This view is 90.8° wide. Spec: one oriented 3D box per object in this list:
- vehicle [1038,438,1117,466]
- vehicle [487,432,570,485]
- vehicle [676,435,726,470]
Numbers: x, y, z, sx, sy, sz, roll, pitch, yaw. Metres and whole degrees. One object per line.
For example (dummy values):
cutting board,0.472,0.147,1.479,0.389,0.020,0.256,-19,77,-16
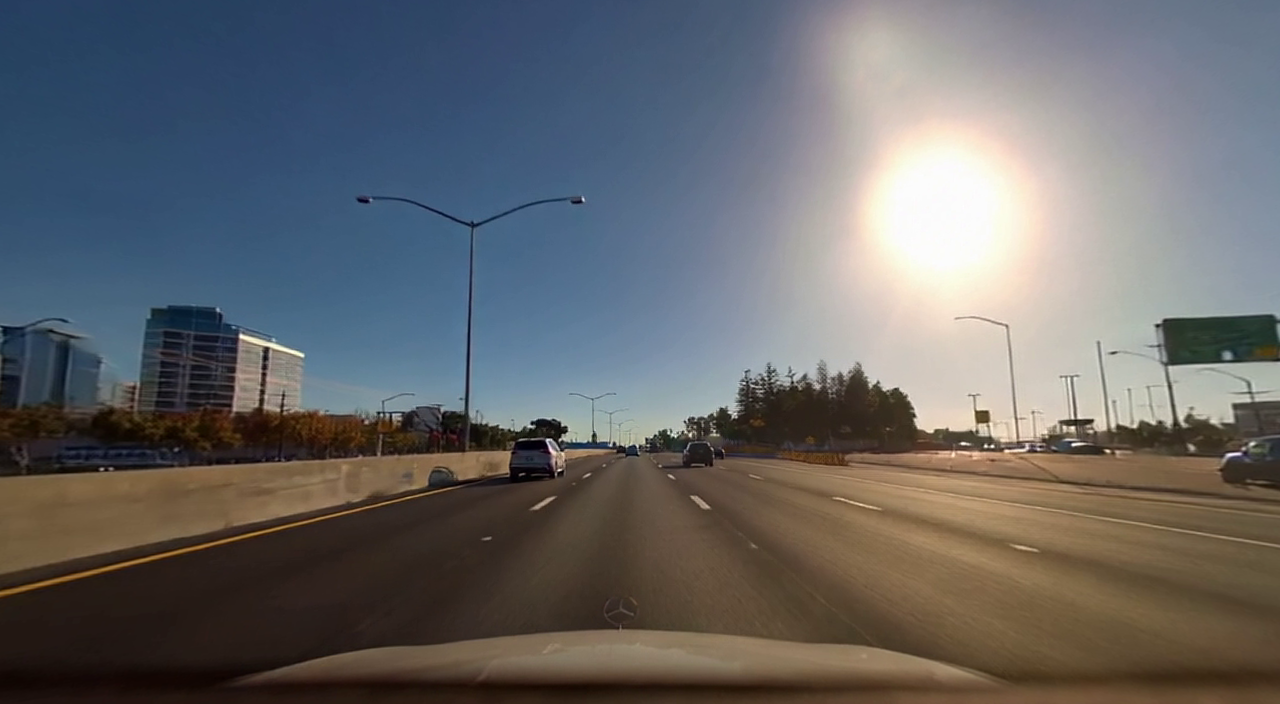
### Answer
vehicle,29.429,6.738,42.707,2.070,1.782,5.006,-1,-8,5
vehicle,-3.829,3.737,22.520,2.099,1.682,4.590,0,-8,0
vehicle,2.988,5.060,31.994,1.997,1.638,4.281,0,-8,-2
